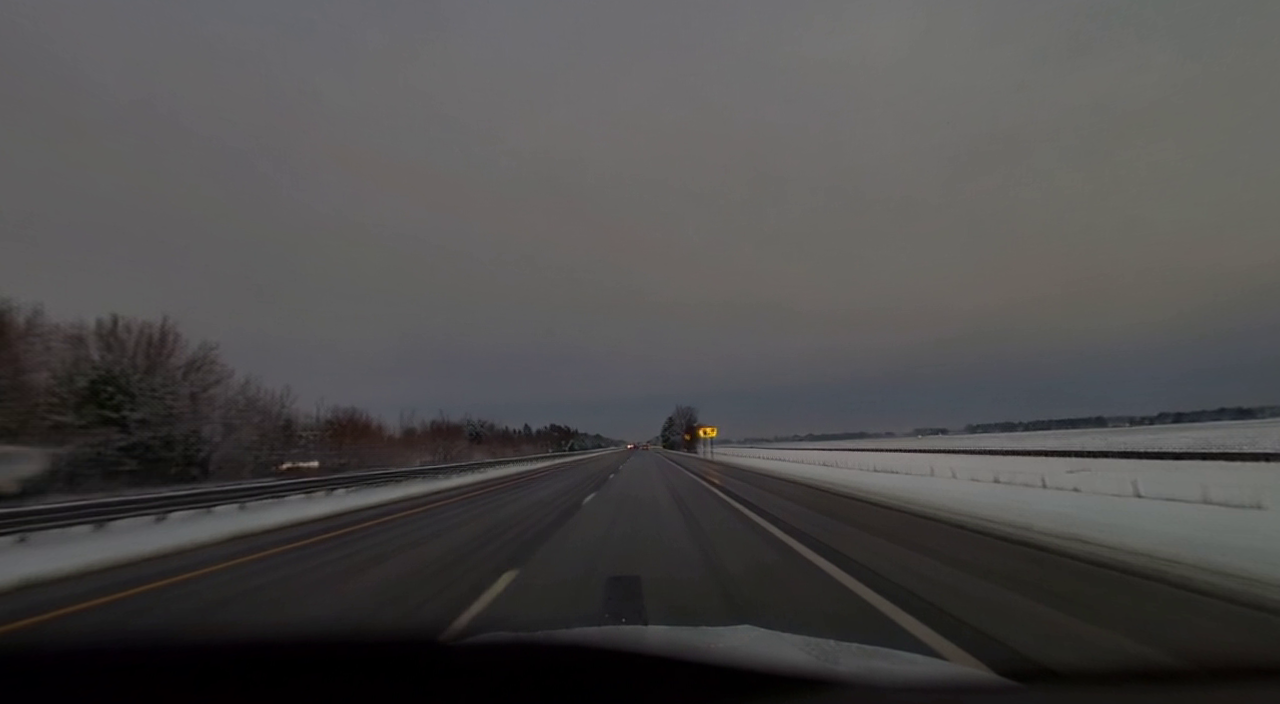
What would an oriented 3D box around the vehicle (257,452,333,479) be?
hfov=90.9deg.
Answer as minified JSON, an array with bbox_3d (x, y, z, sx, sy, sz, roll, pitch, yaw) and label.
[{"bbox_3d":[-20.518,6.741,37.748,1.851,1.476,4.698,0,-8,0],"label":"vehicle"}]
